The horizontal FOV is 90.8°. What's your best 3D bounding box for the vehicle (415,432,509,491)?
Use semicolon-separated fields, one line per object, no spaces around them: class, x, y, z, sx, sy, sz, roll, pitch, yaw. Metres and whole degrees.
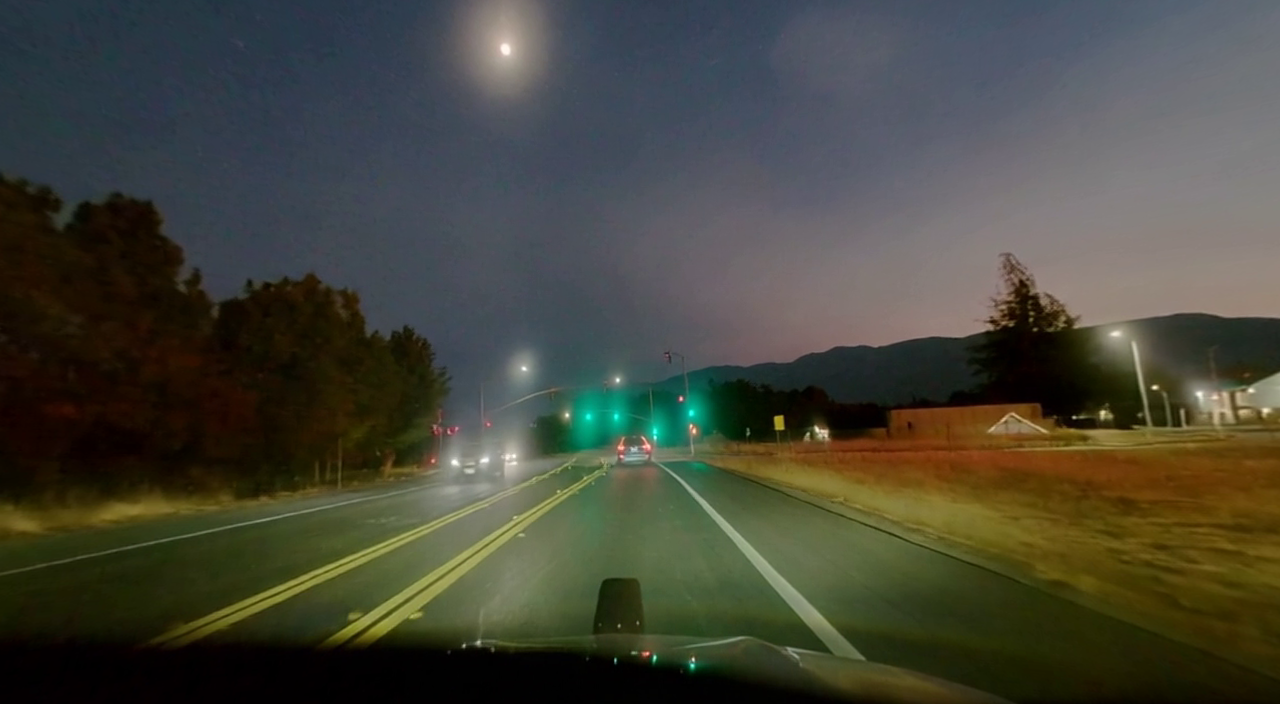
vehicle;-6.596;4.106;24.055;2.378;1.853;4.847;-3;-8;-3

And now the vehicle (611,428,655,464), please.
vehicle;-0.454;5.810;39.102;2.574;2.059;5.331;0;-8;-1
